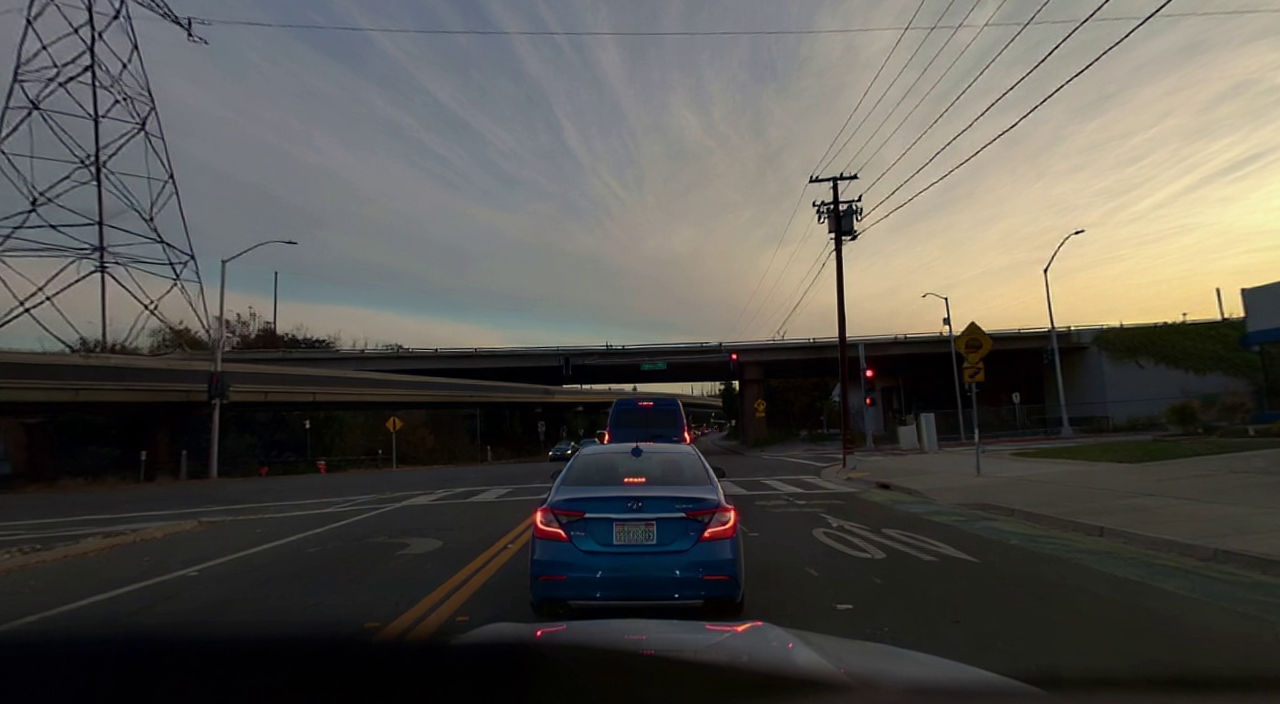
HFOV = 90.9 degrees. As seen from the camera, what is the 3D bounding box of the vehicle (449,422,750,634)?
[{"bbox_3d":[-0.245,1.533,6.468,2.090,1.458,4.033,-1,-9,1],"label":"vehicle"}]
